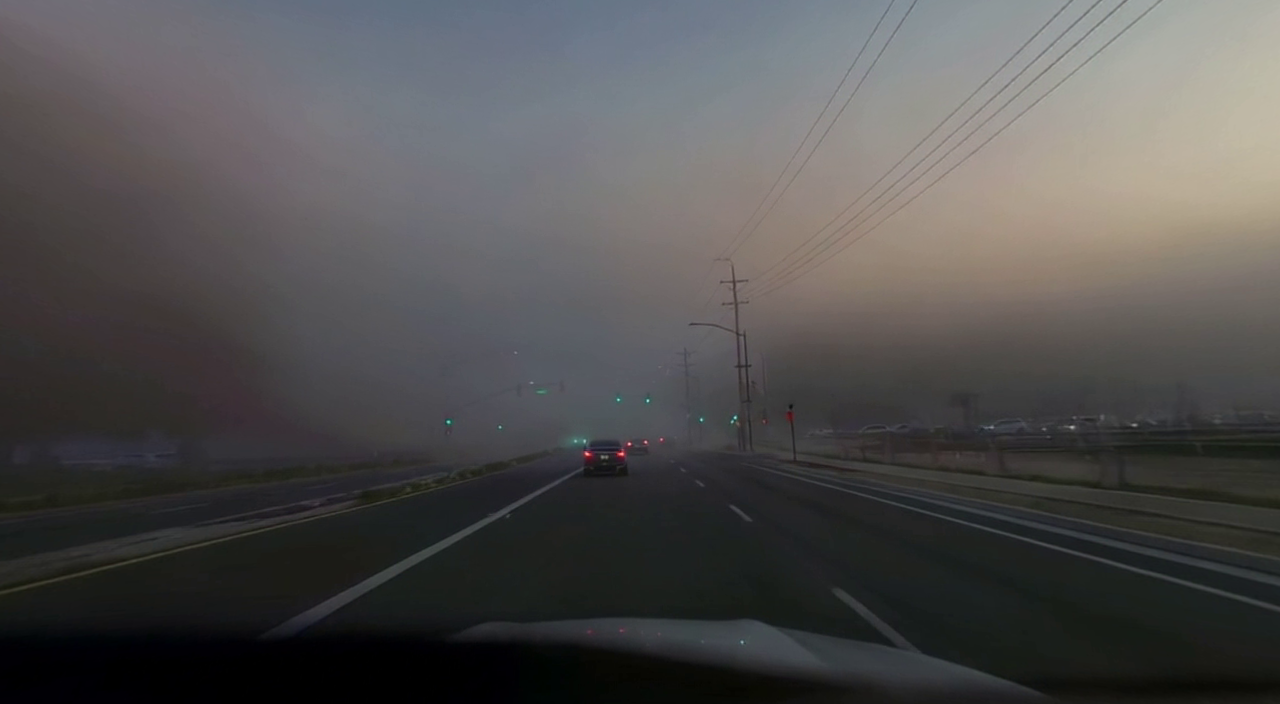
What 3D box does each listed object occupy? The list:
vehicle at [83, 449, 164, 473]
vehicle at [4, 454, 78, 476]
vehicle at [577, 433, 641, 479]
[{"bbox_3d":[-38.705,8.144,47.467,2.026,1.701,4.536,-1,-8,4],"label":"vehicle"},{"bbox_3d":[-44.481,8.386,47.007,1.768,1.441,3.832,0,-8,-1],"label":"vehicle"},{"bbox_3d":[-1.030,3.691,22.632,2.075,1.470,3.962,0,-8,-1],"label":"vehicle"}]
